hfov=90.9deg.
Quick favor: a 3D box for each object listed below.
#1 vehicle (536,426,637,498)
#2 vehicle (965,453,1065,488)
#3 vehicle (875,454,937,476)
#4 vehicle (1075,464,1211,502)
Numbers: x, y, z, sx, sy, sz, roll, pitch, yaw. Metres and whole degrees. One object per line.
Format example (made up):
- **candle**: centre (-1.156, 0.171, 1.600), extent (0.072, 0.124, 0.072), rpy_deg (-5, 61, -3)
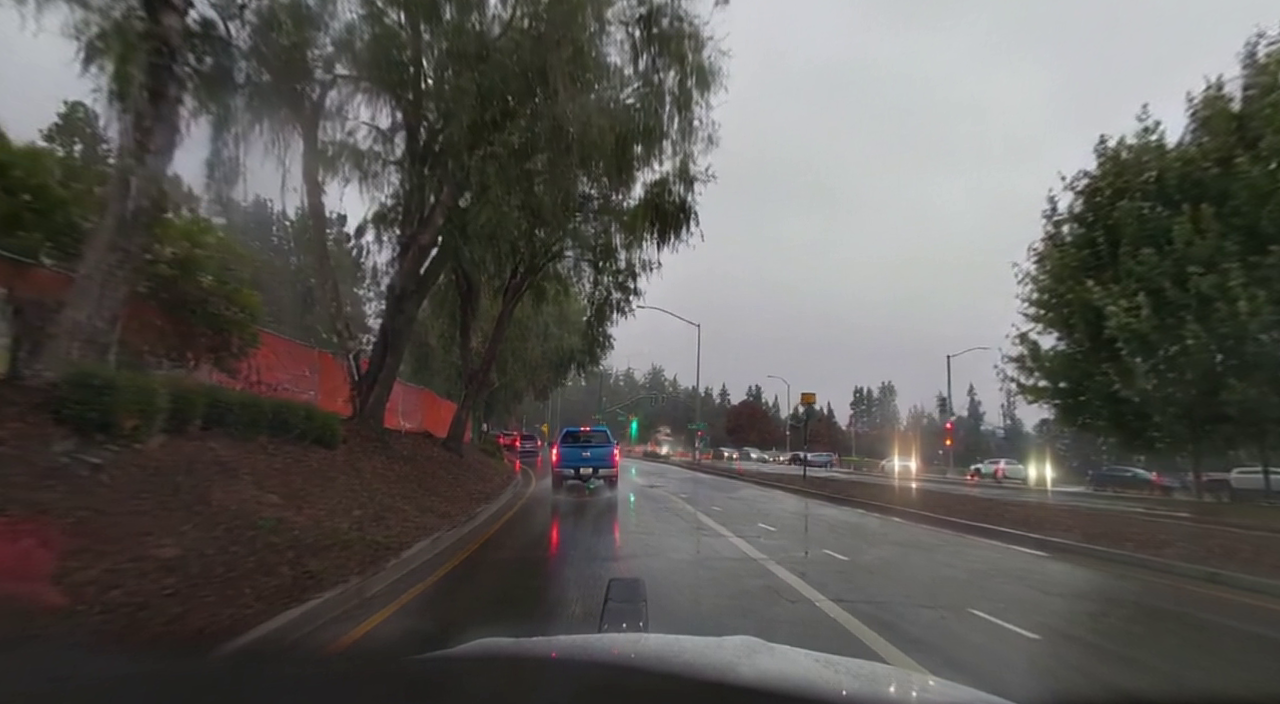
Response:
- **vehicle**: centre (-1.571, 3.060, 17.953), extent (2.436, 1.698, 5.322), rpy_deg (1, -9, -6)
- **vehicle**: centre (21.468, 6.769, 36.394), extent (1.938, 1.781, 5.078), rpy_deg (1, -9, -11)
- **vehicle**: centre (19.395, 8.242, 46.175), extent (1.805, 1.494, 4.362), rpy_deg (2, -9, -14)
- **vehicle**: centre (22.879, 5.944, 28.967), extent (1.850, 1.470, 4.761), rpy_deg (2, -9, -10)
